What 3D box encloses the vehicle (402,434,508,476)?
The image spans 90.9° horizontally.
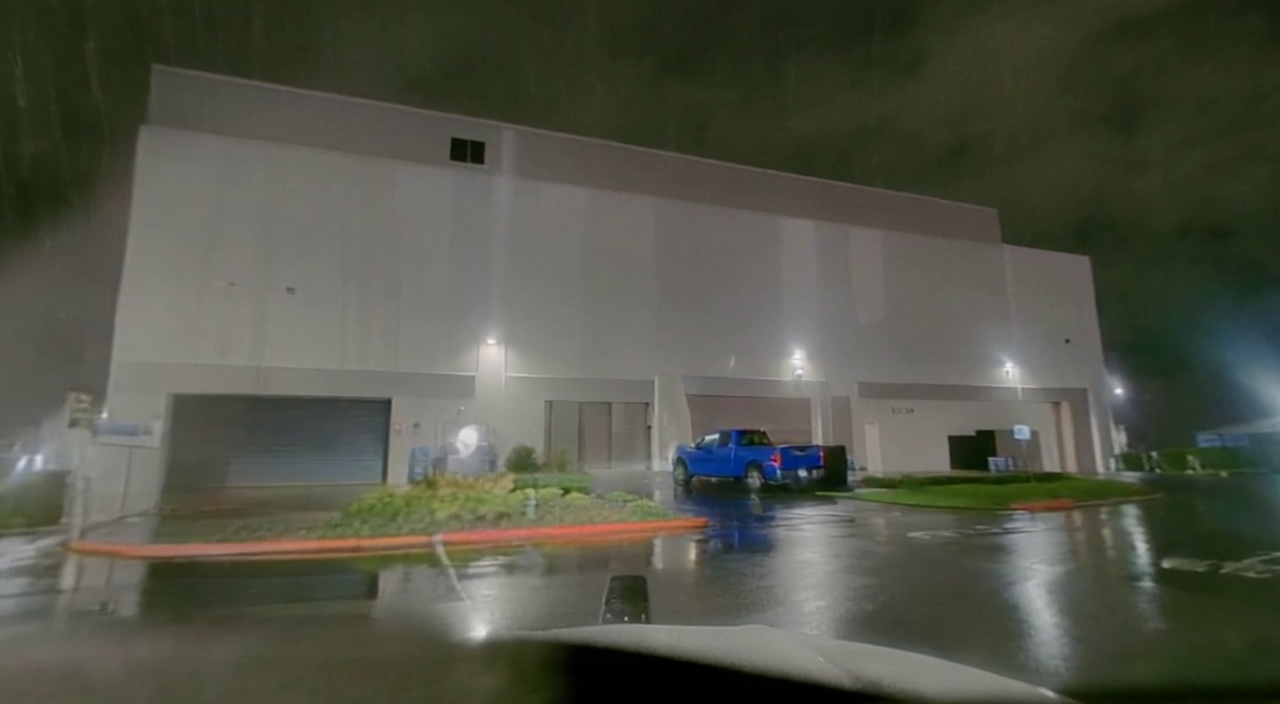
[{"bbox_3d":[-10.021,5.548,34.220,5.207,2.103,1.997,4,-9,-26],"label":"vehicle"}]

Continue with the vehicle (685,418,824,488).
[{"bbox_3d":[5.412,4.829,29.737,6.271,3.004,2.298,5,-11,-25],"label":"vehicle"}]
